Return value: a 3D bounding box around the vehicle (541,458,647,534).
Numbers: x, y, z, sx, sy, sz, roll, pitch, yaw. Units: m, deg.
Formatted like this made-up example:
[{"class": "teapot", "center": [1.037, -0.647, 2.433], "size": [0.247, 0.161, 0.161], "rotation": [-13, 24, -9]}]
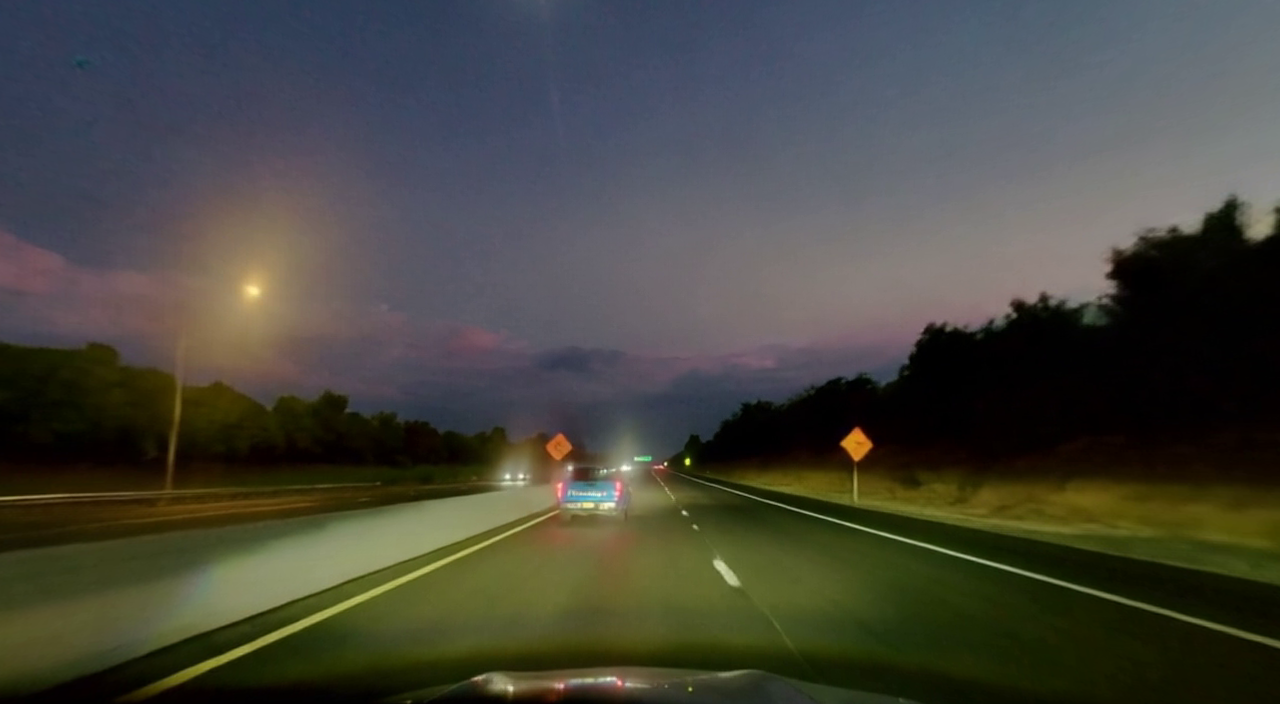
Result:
[{"class": "vehicle", "center": [-0.920, 3.446, 15.631], "size": [2.135, 1.506, 5.041], "rotation": [1, -10, 1]}]
